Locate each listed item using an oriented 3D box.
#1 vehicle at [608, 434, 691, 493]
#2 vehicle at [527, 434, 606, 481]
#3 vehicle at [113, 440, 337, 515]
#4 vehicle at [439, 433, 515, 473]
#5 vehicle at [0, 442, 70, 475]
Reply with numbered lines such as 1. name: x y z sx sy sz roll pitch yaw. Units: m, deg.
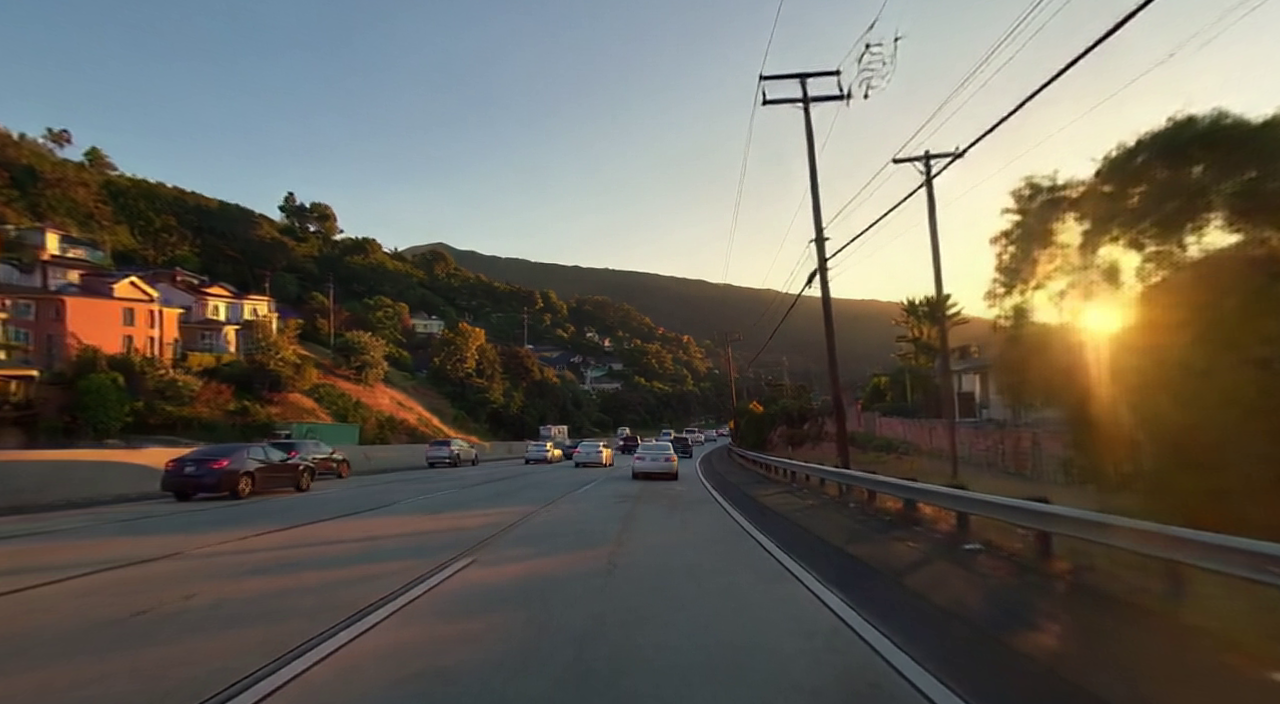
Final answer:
1. vehicle: 0.357 3.151 18.209 2.109 1.495 3.935 -1 -8 3
2. vehicle: -2.703 4.036 24.395 2.121 1.639 4.383 -1 -8 6
3. vehicle: -9.385 2.823 14.840 1.959 1.469 4.450 -1 -8 5
4. vehicle: -7.859 4.926 30.955 2.080 1.833 4.461 -1 -8 7
5. vehicle: -35.265 5.946 35.328 1.970 1.772 4.703 -1 -8 6
